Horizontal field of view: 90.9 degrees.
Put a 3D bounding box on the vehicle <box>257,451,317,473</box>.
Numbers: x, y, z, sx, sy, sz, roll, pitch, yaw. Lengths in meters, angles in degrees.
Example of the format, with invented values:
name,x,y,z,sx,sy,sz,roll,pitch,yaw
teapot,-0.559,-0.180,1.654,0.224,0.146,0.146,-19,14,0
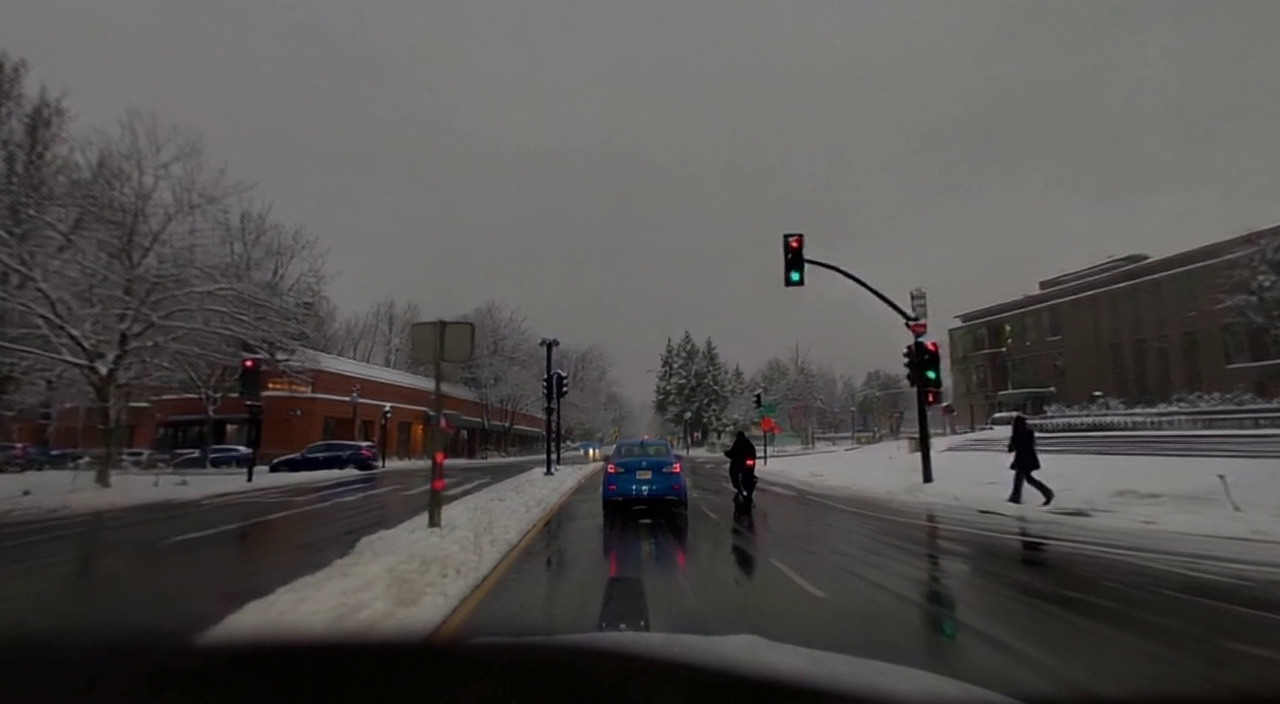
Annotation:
name,x,y,z,sx,sy,sz,roll,pitch,yaw
vehicle,-21.694,6.769,38.817,1.433,1.269,2.779,-6,-10,31

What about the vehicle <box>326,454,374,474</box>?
name,x,y,z,sx,sy,sz,roll,pitch,yaw
vehicle,-19.556,7.536,42.532,1.259,1.181,2.744,-4,-9,25

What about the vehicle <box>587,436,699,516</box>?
name,x,y,z,sx,sy,sz,roll,pitch,yaw
vehicle,0.011,2.649,13.971,2.118,1.480,3.949,0,-8,-1
